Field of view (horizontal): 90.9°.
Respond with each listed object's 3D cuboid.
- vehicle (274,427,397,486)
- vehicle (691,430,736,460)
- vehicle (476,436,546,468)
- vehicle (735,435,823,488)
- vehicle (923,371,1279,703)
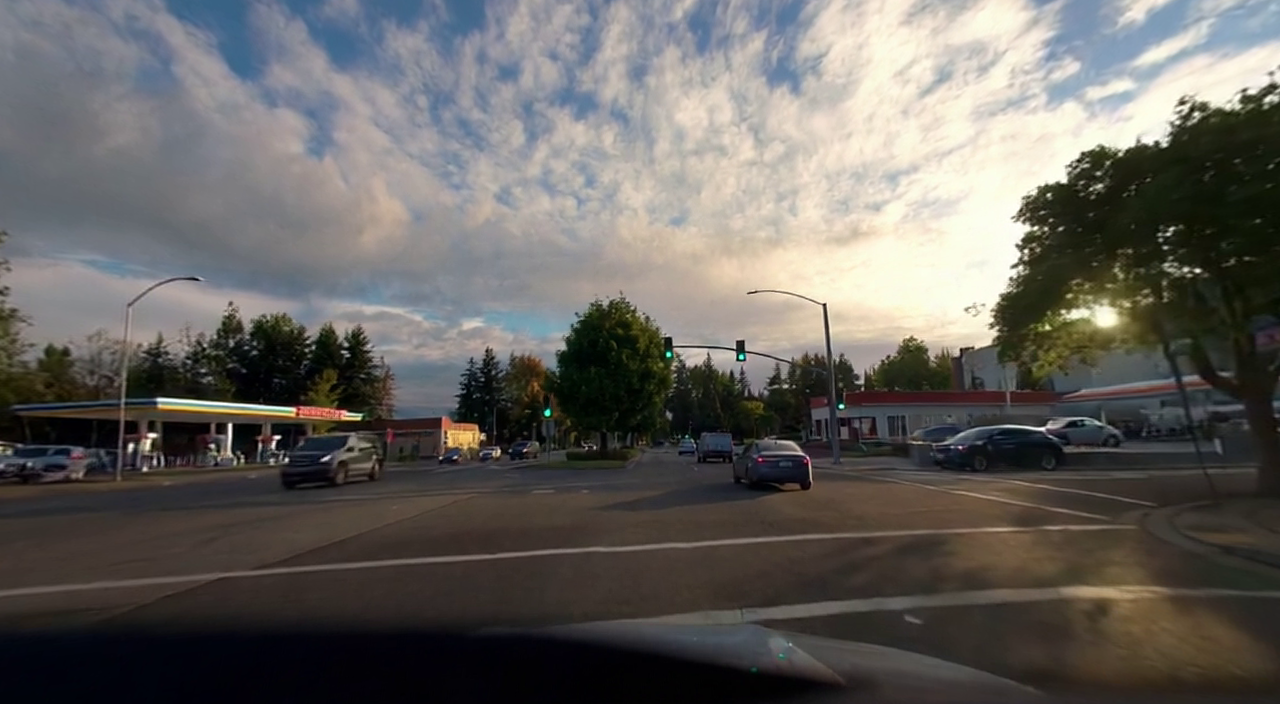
[{"bbox_3d":[-10.841,3.730,22.913,2.416,1.903,4.339,0,-8,-3],"label":"vehicle"},{"bbox_3d":[5.109,6.524,44.536,2.611,1.983,5.165,0,-8,1],"label":"vehicle"},{"bbox_3d":[-7.365,5.742,36.572,2.842,1.476,4.980,-3,-6,2],"label":"vehicle"},{"bbox_3d":[4.201,3.359,19.755,1.871,1.442,4.122,0,-8,1],"label":"vehicle"},{"bbox_3d":[3.823,1.085,3.961,1.875,1.665,4.931,0,-8,1],"label":"vehicle"}]
